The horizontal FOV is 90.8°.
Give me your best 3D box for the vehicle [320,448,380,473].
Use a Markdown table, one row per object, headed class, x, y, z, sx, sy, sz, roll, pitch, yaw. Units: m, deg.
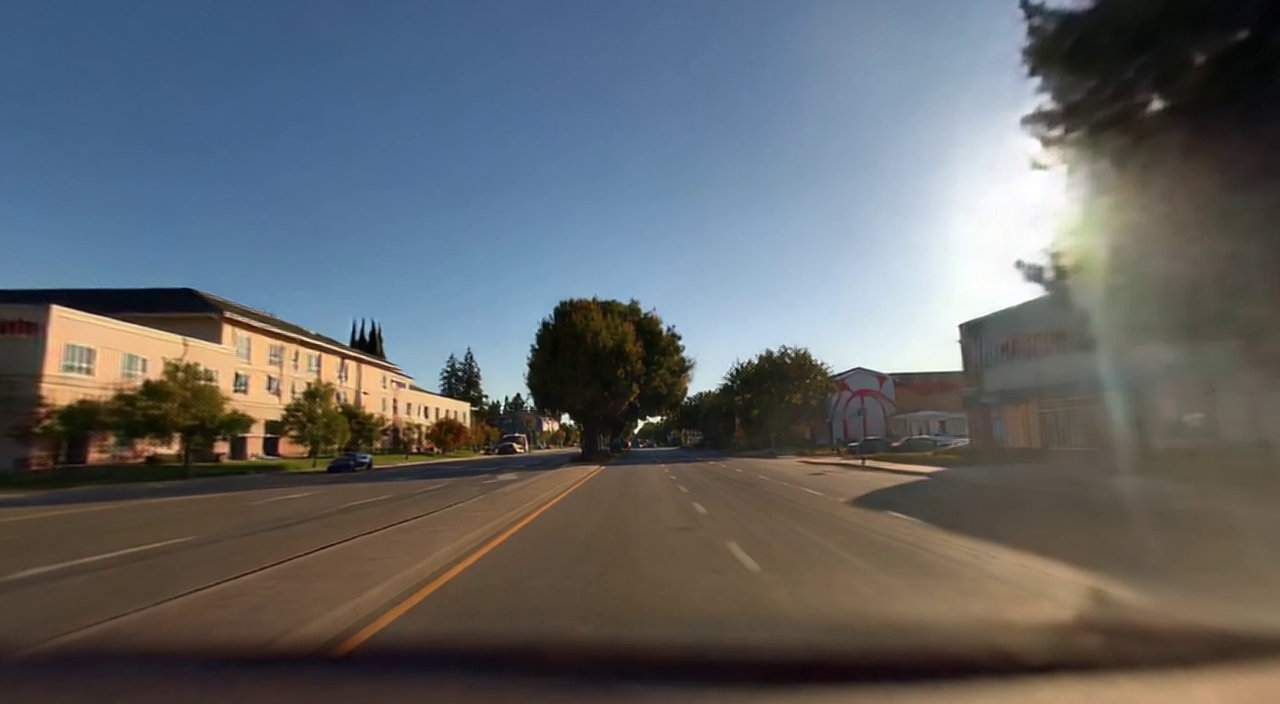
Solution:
| class | x | y | z | sx | sy | sz | roll | pitch | yaw |
| --- | --- | --- | --- | --- | --- | --- | --- | --- | --- |
| vehicle | -19.339 | 7.240 | 42.342 | 2.018 | 1.476 | 4.310 | -2 | -8 | -1 |
